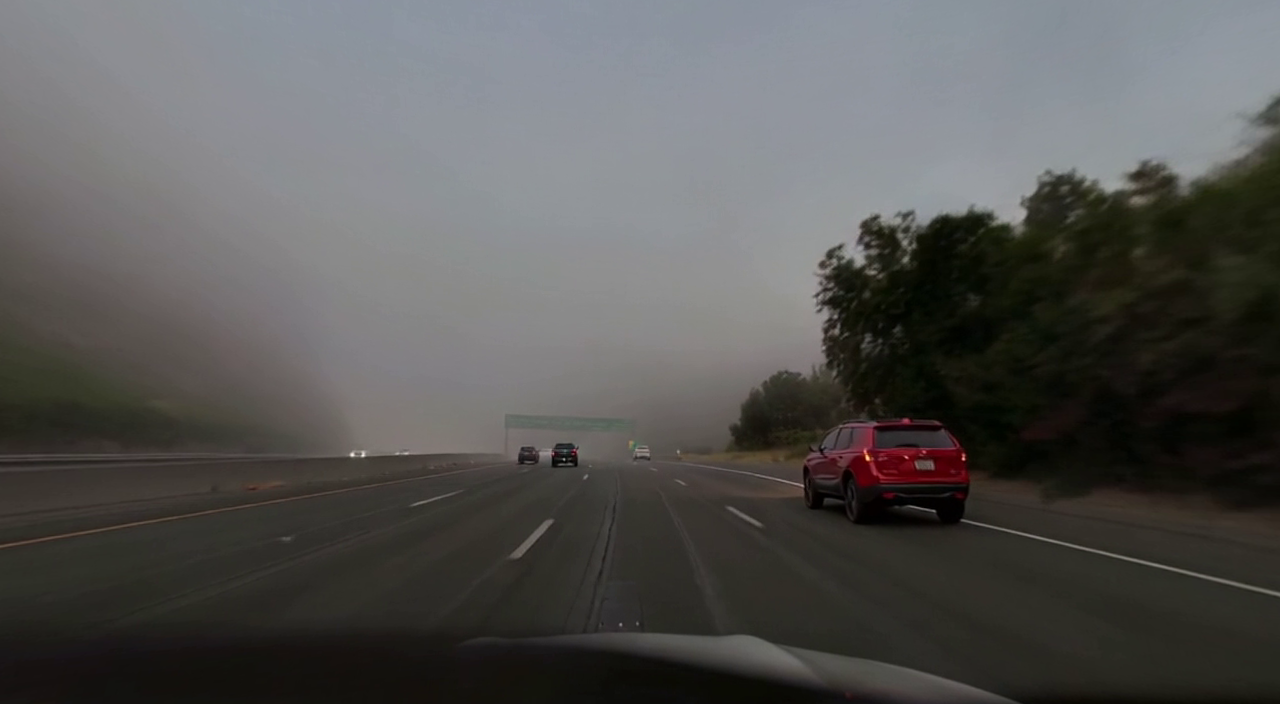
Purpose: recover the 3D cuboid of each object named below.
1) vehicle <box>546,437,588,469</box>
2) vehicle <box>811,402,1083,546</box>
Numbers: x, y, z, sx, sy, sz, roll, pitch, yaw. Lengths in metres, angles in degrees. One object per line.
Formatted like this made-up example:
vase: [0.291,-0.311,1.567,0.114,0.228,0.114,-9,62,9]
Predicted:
vehicle: [-5.090,7.146,44.834,2.537,2.121,5.251,0,-9,-2]
vehicle: [4.745,1.988,10.877,2.103,1.903,4.837,0,-9,-2]
